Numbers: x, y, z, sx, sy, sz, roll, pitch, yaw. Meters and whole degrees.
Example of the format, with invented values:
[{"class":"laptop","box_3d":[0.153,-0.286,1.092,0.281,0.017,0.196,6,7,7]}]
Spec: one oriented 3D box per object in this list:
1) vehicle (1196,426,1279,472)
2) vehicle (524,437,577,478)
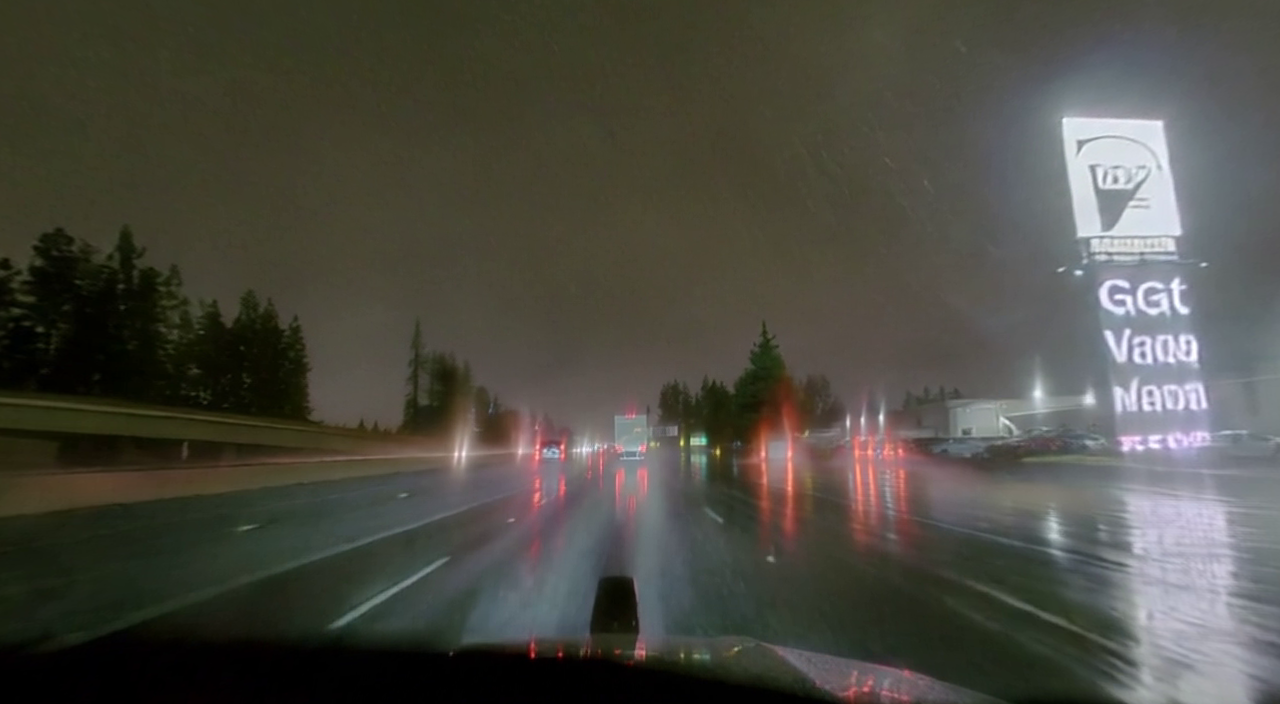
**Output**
[{"class":"vehicle","box_3d":[43.971,6.874,44.684,2.321,3.103,6.216,4,-10,-28]},{"class":"vehicle","box_3d":[-4.502,5.393,32.503,2.095,1.930,4.680,0,-9,0]}]
